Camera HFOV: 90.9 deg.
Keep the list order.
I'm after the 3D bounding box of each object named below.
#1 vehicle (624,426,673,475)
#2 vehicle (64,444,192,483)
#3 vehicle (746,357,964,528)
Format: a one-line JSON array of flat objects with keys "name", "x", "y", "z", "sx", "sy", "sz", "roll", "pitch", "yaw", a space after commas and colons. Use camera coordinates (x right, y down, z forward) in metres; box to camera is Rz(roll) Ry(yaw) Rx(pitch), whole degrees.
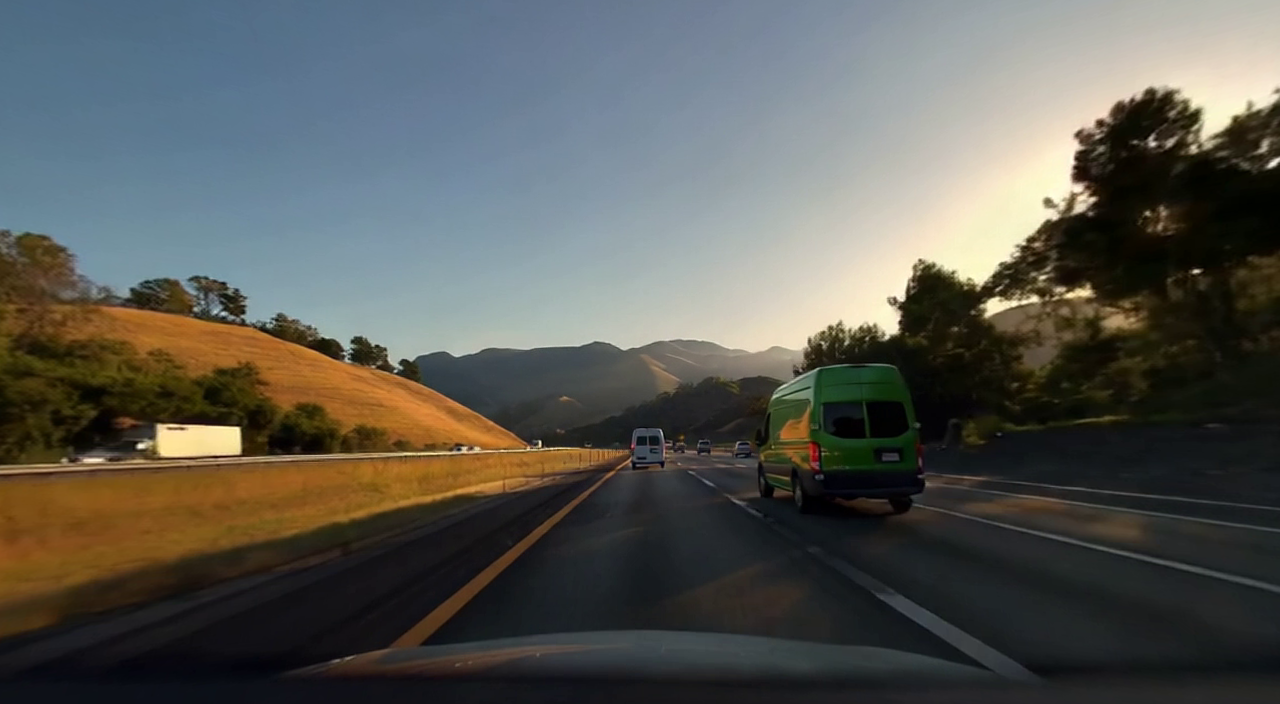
[{"name": "vehicle", "x": 0.388, "y": 4.640, "z": 29.910, "sx": 2.131, "sy": 2.122, "sz": 4.473, "roll": 0, "pitch": -8, "yaw": 0}, {"name": "vehicle", "x": -24.583, "y": 5.337, "z": 30.577, "sx": 2.041, "sy": 1.704, "sz": 4.905, "roll": 0, "pitch": -8, "yaw": 1}, {"name": "vehicle", "x": 3.868, "y": 1.851, "z": 12.994, "sx": 2.302, "sy": 2.670, "sz": 6.176, "roll": 0, "pitch": -8, "yaw": 0}]
